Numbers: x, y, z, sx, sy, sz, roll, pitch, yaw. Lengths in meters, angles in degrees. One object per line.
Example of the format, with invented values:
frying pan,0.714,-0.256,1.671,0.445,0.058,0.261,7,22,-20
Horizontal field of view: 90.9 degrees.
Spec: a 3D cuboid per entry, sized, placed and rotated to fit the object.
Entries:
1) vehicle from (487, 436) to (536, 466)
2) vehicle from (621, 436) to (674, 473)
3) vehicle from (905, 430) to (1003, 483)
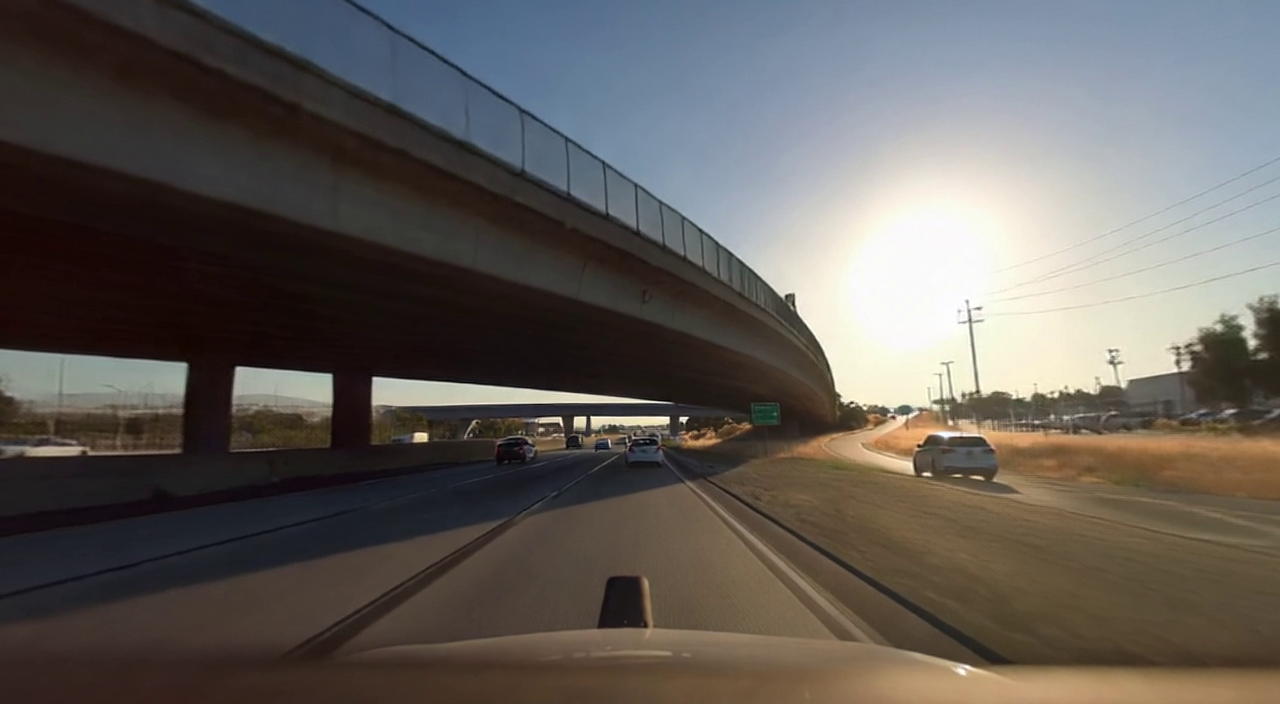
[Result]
vehicle,-7.679,5.953,38.132,2.067,1.682,4.388,0,-9,0
vehicle,0.263,4.494,27.757,2.145,1.493,4.146,0,-9,-1
vehicle,12.021,4.010,24.510,2.095,1.674,4.530,3,-8,8
